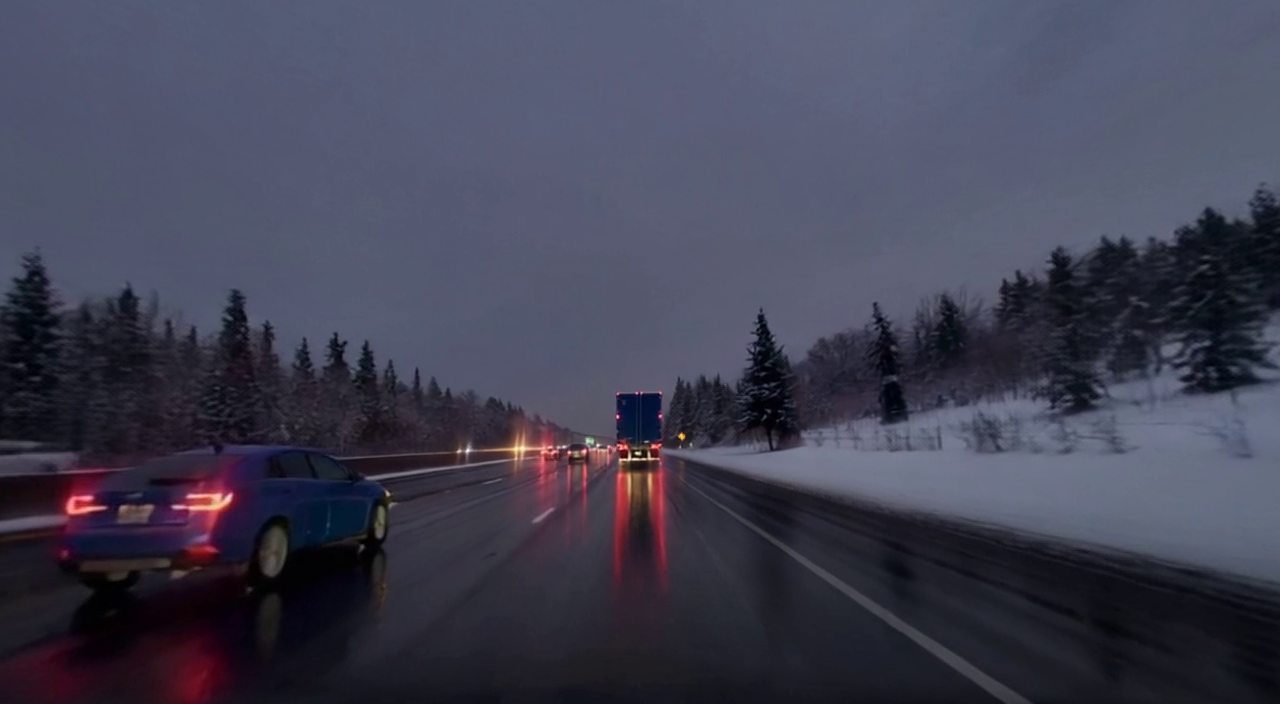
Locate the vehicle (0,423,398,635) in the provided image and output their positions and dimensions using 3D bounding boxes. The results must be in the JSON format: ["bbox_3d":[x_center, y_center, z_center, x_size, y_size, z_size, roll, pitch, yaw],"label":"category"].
[{"bbox_3d":[-4.220,1.580,6.500,1.895,1.500,3.808,0,-9,0],"label":"vehicle"}]

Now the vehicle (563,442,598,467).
[{"bbox_3d":[-3.969,6.910,42.284,2.006,1.572,4.082,0,-9,-1],"label":"vehicle"}]

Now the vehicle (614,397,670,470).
[{"bbox_3d":[0.040,5.433,40.784,3.123,4.094,10.812,0,-9,-1],"label":"vehicle"}]
